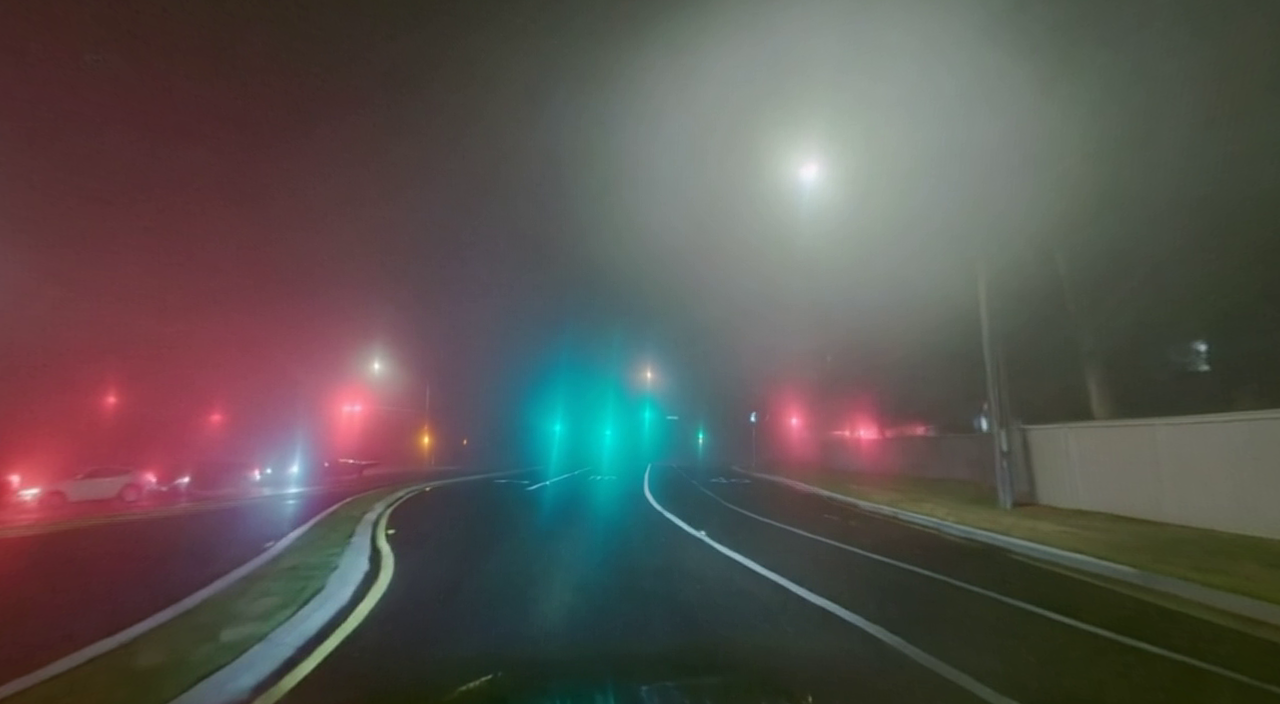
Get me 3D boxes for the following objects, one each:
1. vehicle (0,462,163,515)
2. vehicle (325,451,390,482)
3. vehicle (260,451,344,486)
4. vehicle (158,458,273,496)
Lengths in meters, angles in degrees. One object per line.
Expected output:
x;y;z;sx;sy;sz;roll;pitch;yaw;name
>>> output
-20.470;4.836;22.845;1.954;1.575;5.225;-1;-9;4;vehicle
-19.212;7.800;43.142;2.050;1.697;4.838;-4;-7;3;vehicle
-19.791;6.821;37.157;2.148;1.856;4.632;0;-9;4;vehicle
-20.056;5.901;30.112;1.883;1.506;4.863;0;-8;4;vehicle
